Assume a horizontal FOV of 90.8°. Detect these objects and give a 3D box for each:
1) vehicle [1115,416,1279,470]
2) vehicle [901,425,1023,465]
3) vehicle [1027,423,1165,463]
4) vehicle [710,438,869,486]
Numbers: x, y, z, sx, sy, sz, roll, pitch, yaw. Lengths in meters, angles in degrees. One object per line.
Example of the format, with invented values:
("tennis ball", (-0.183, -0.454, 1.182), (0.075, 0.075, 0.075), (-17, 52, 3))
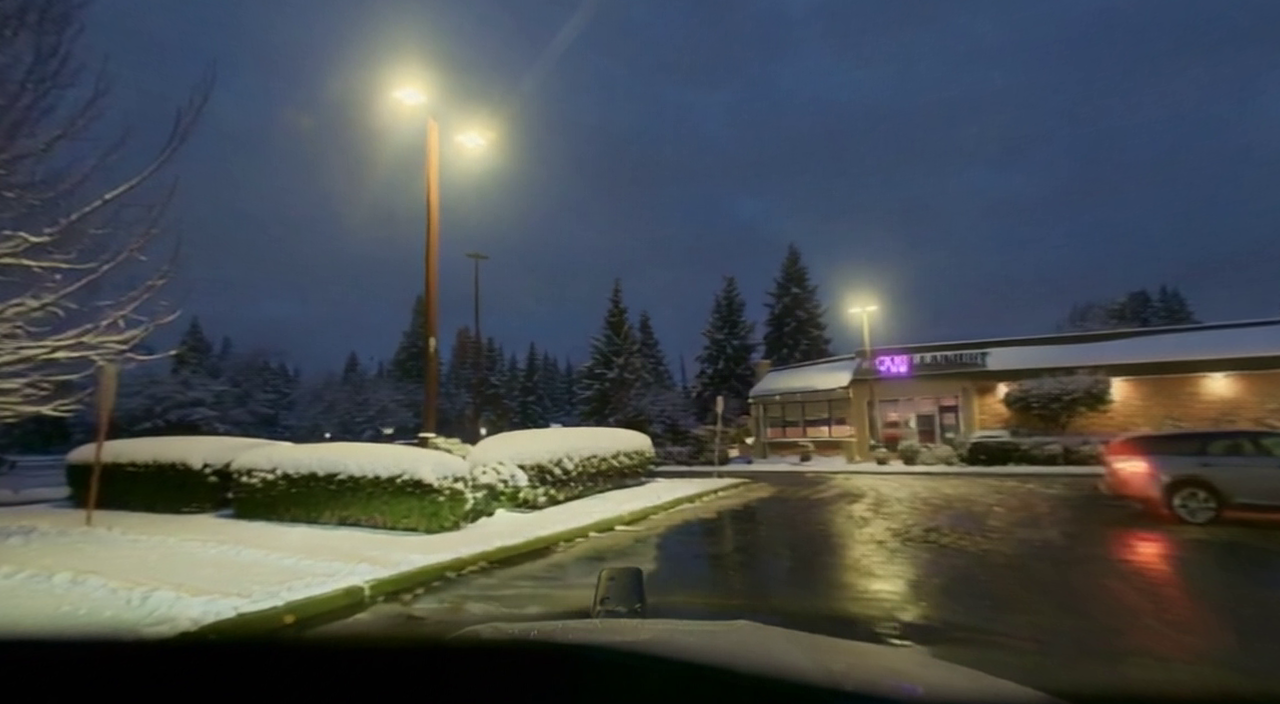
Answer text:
("vehicle", (17.984, 2.911, 20.217), (4.030, 1.556, 2.057), (-5, -9, 27))
("vehicle", (15.450, 4.511, 30.538), (4.939, 1.664, 2.055), (-6, -6, 26))
("vehicle", (20.199, 4.077, 28.274), (4.666, 1.634, 1.816), (-4, -11, 25))
("vehicle", (4.939, 3.620, 21.080), (4.772, 1.441, 1.976), (-5, -9, 27))
